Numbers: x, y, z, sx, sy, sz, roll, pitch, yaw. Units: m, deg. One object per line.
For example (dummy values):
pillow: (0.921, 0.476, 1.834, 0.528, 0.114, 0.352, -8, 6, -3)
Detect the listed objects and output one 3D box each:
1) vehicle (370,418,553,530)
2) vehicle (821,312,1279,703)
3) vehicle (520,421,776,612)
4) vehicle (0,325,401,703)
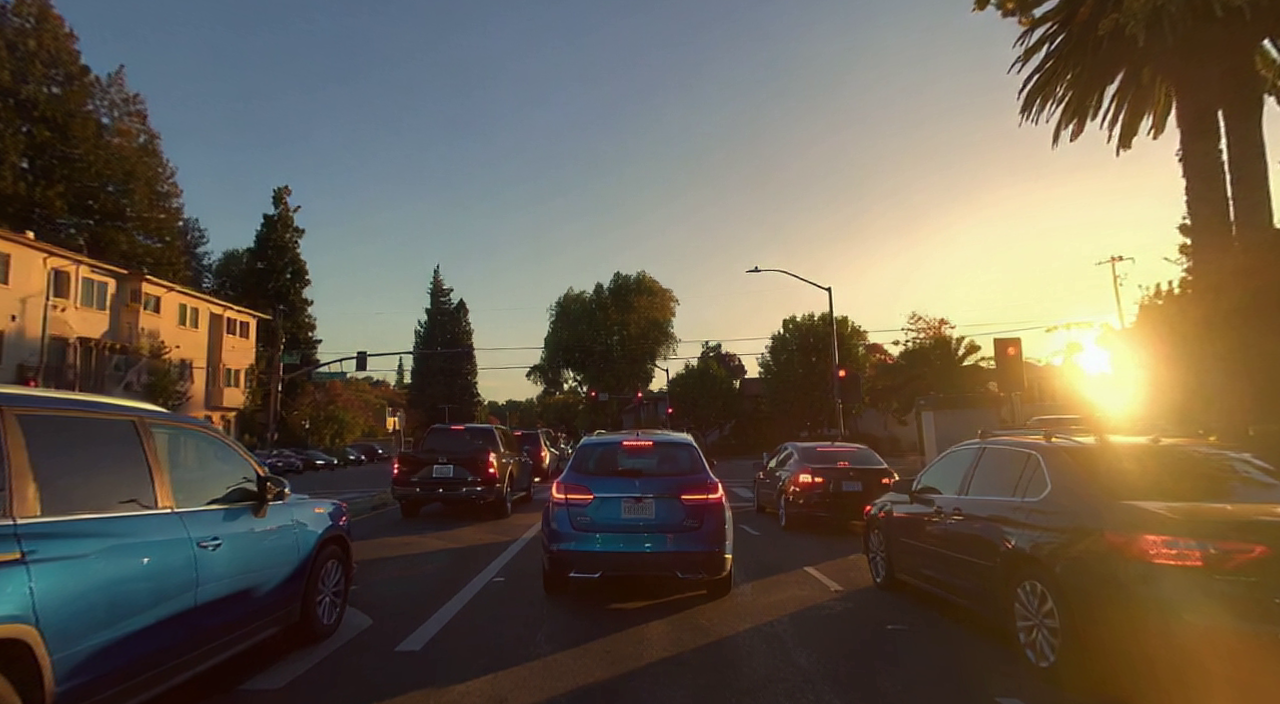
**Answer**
vehicle: (-3.181, 2.300, 12.447, 2.117, 1.772, 4.619, 0, -8, 2)
vehicle: (3.217, 1.097, 4.728, 2.141, 1.833, 4.704, 0, -8, -2)
vehicle: (0.025, 1.593, 7.030, 2.021, 1.490, 3.948, 0, -8, -1)
vehicle: (-3.124, 0.956, 3.309, 1.982, 1.721, 4.261, 0, -8, 1)
